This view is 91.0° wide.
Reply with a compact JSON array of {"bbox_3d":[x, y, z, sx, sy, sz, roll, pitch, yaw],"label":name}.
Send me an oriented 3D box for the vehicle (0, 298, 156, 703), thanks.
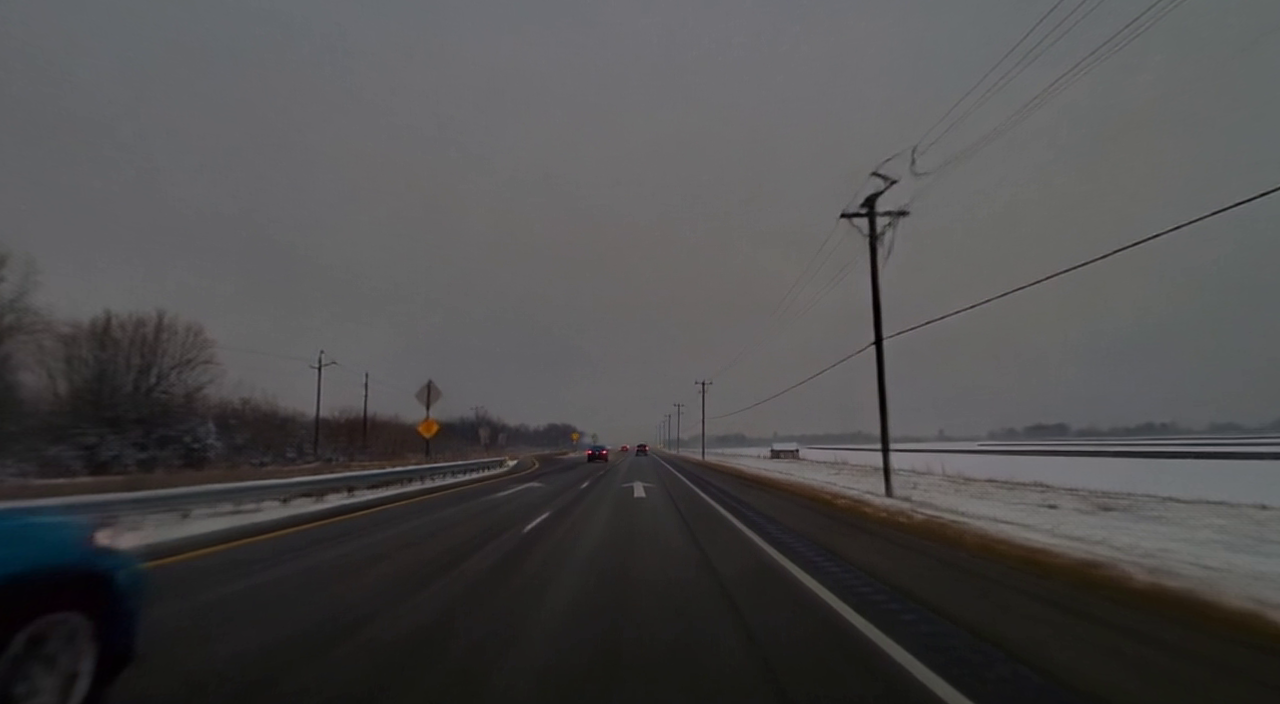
[{"bbox_3d":[-3.483,0.477,0.667,2.173,1.863,4.786,0,-9,-1],"label":"vehicle"}]
